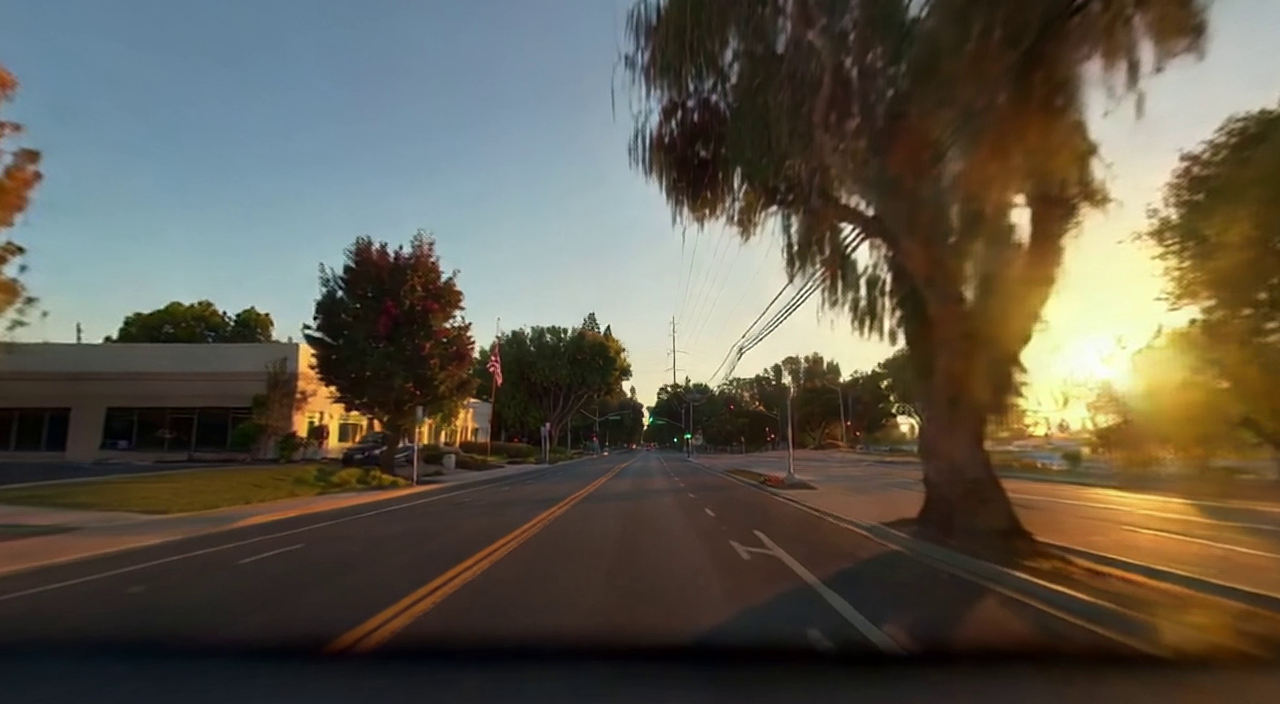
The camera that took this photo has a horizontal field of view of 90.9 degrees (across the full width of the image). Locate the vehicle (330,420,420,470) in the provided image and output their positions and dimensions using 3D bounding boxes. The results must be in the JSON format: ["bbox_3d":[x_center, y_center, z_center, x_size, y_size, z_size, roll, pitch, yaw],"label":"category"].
[{"bbox_3d":[-13.064,4.650,31.623,2.476,2.256,5.686,0,-8,-5],"label":"vehicle"}]
